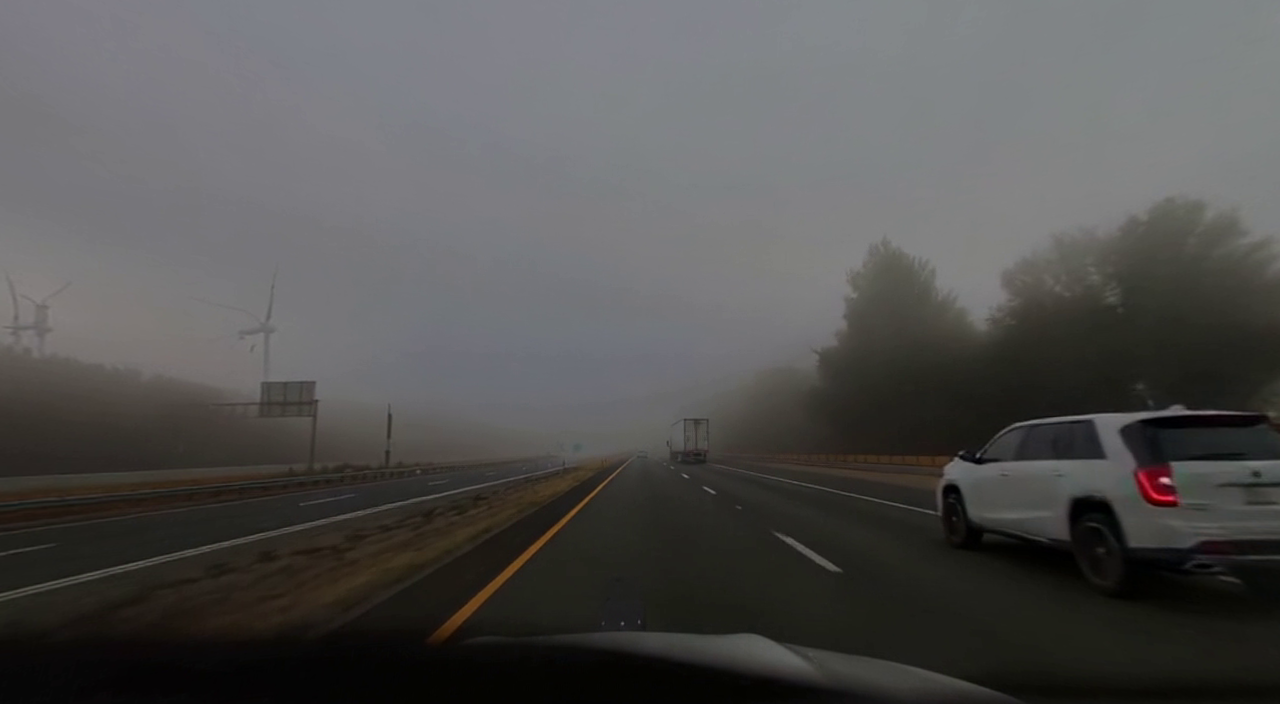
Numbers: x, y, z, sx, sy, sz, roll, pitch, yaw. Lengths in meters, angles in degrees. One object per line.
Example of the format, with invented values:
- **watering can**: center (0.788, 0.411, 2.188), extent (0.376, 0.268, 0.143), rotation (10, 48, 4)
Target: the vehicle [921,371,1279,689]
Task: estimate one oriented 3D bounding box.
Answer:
- **vehicle**: center (4.537, 1.275, 5.382), extent (2.124, 1.710, 4.540), rotation (0, -9, 0)
